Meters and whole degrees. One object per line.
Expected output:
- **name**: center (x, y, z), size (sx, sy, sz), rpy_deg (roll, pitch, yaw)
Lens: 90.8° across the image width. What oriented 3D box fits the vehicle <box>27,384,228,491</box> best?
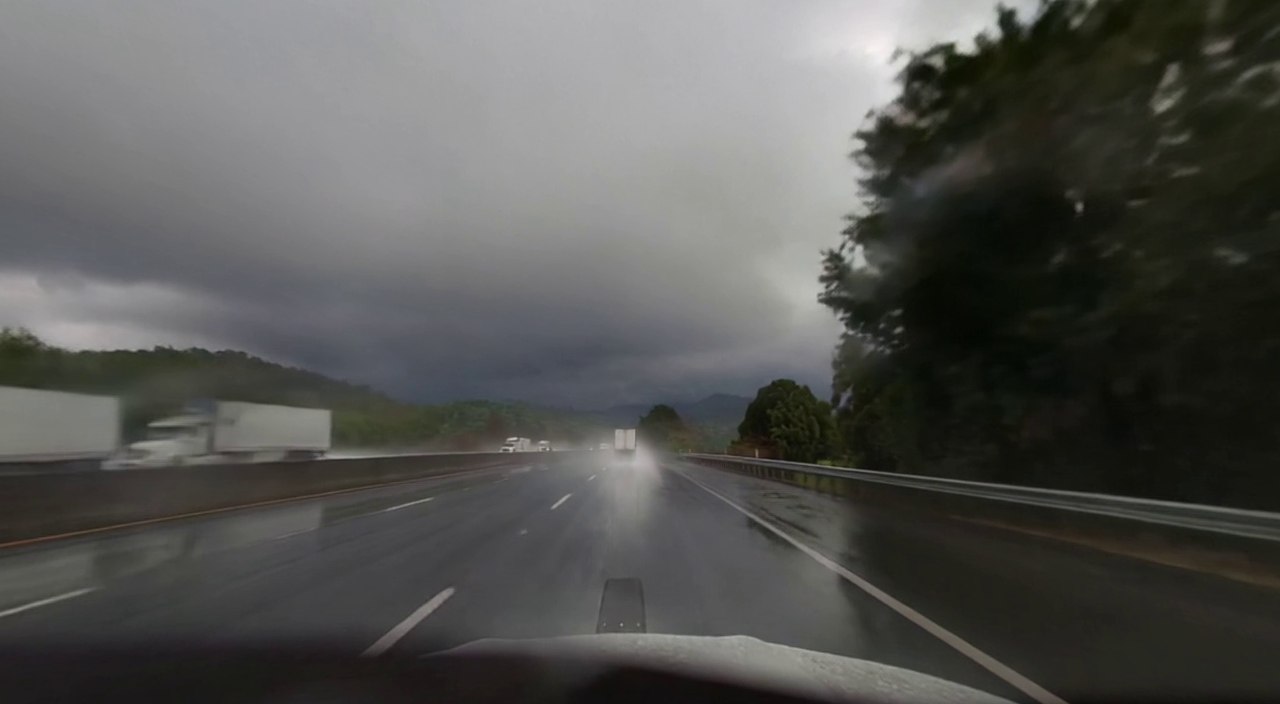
- **vehicle**: center (-20.418, 3.522, 25.769), size (3.072, 3.828, 5.949), rpy_deg (0, -9, -1)
